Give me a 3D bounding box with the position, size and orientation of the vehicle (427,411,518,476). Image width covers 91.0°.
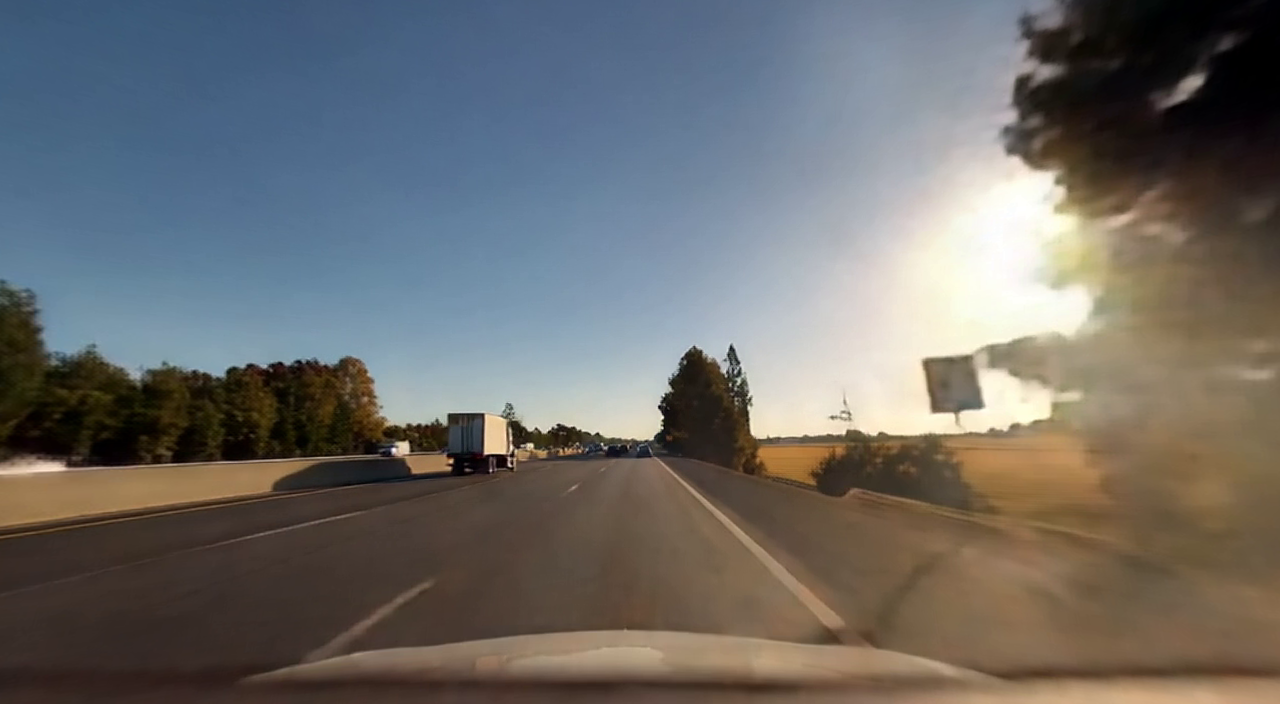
[{"bbox_3d":[-7.485,4.217,28.941,2.444,2.685,5.893,0,-9,1],"label":"vehicle"}]
